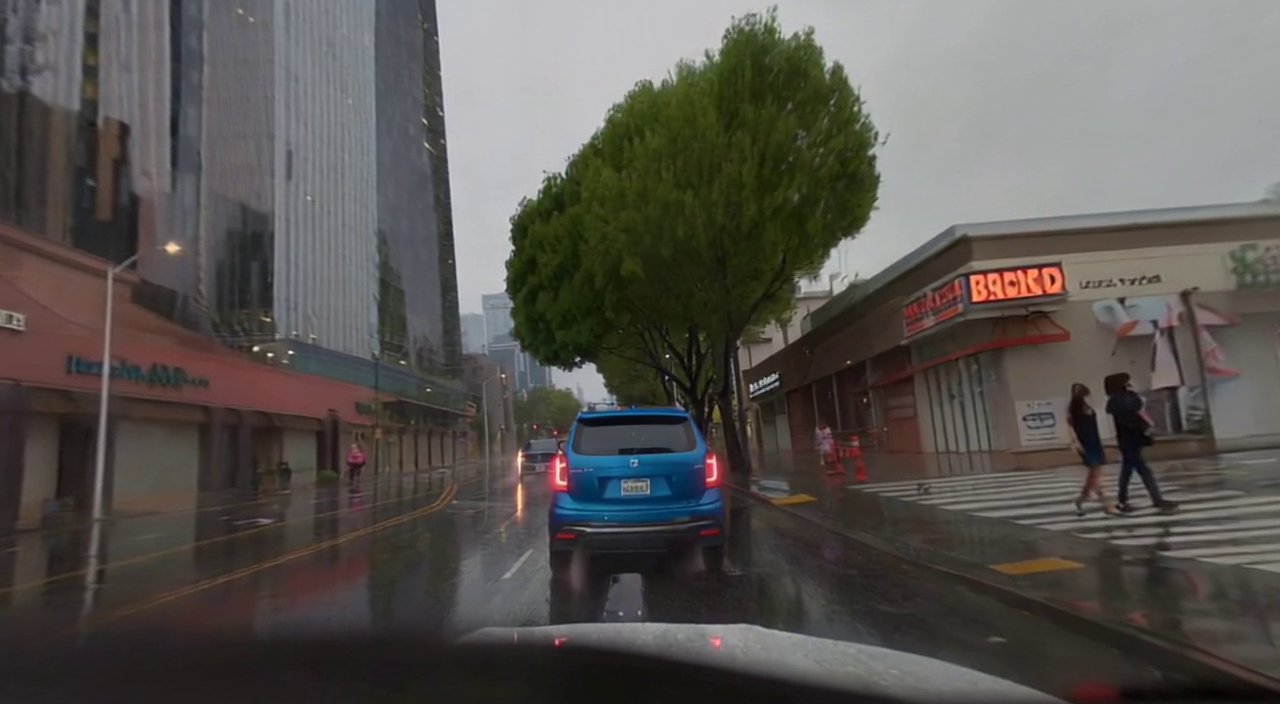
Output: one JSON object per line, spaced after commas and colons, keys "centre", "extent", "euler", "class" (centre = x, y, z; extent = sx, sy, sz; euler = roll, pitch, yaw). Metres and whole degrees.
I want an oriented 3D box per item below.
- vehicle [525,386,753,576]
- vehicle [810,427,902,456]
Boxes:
{"centre": [-0.117, 1.685, 9.032], "extent": [2.352, 1.953, 4.796], "euler": [0, -8, -3], "class": "vehicle"}
{"centre": [11.857, 4.960, 34.880], "extent": [4.426, 1.490, 1.862], "euler": [-1, -8, 4], "class": "vehicle"}
